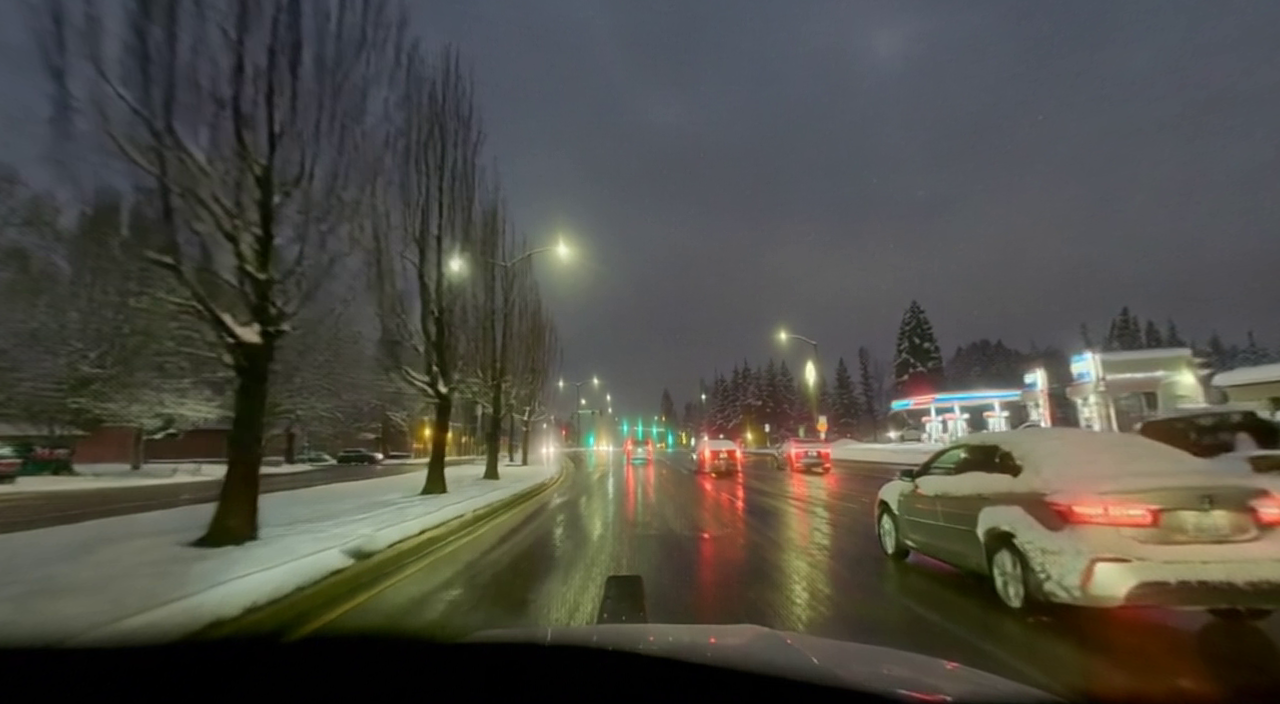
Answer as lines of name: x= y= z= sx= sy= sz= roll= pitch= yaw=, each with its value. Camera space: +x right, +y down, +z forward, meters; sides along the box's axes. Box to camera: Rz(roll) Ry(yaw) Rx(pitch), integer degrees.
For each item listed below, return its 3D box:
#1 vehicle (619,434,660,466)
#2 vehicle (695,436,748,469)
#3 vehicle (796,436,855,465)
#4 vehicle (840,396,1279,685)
vehicle: x=-0.052 y=5.541 z=35.603 sx=2.172 sy=1.694 sz=4.055 roll=0 pitch=-9 yaw=-1
vehicle: x=3.984 y=5.012 z=31.383 sx=1.980 sy=1.515 sz=4.362 roll=0 pitch=-9 yaw=-1
vehicle: x=10.120 y=5.405 z=34.508 sx=1.906 sy=1.488 sz=4.251 roll=0 pitch=-9 yaw=0
vehicle: x=3.678 y=1.342 z=5.731 sx=2.119 sy=1.509 sz=4.756 roll=0 pitch=-9 yaw=0
